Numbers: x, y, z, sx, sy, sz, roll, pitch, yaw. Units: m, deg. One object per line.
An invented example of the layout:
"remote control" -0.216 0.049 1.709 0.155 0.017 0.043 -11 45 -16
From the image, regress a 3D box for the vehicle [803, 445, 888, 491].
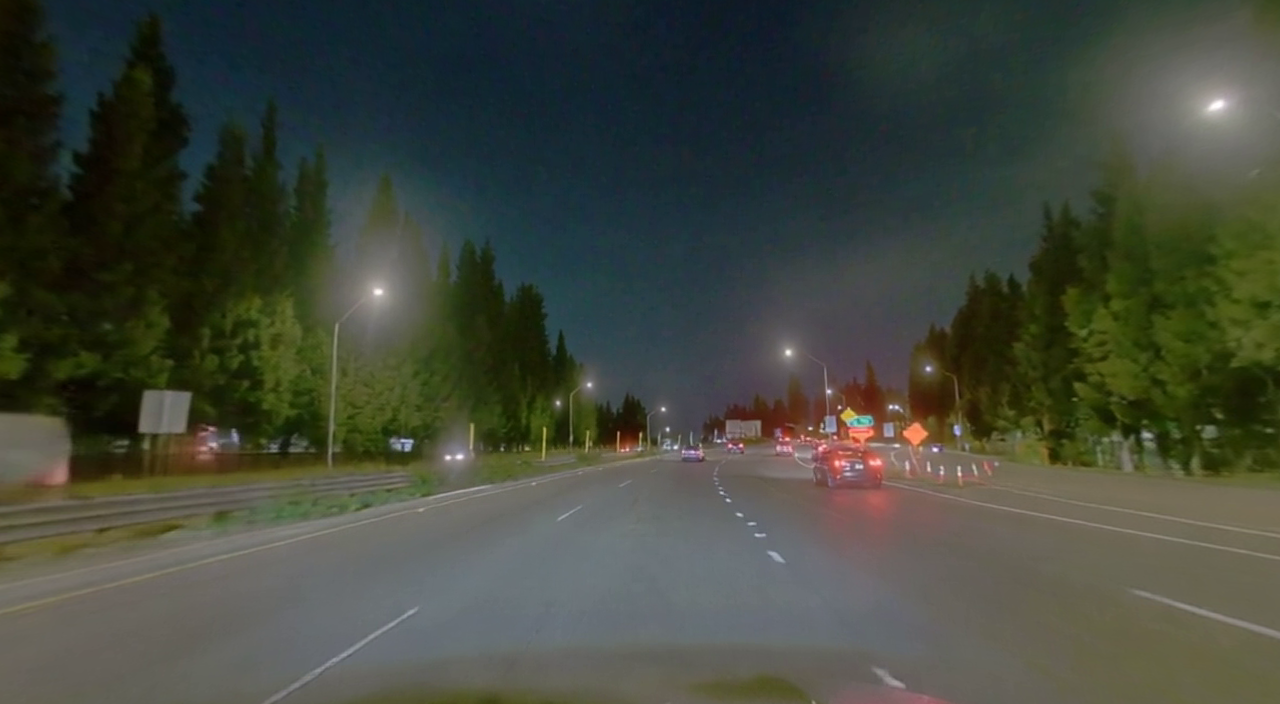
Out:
"vehicle" 7.370 4.176 23.124 2.044 1.474 4.083 0 -8 5

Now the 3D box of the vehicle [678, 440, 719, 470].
"vehicle" 3.712 6.357 39.230 2.201 1.676 4.541 -1 -8 10

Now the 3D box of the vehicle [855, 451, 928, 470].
"vehicle" 15.286 6.618 38.748 3.503 1.020 4.269 -2 -9 13
